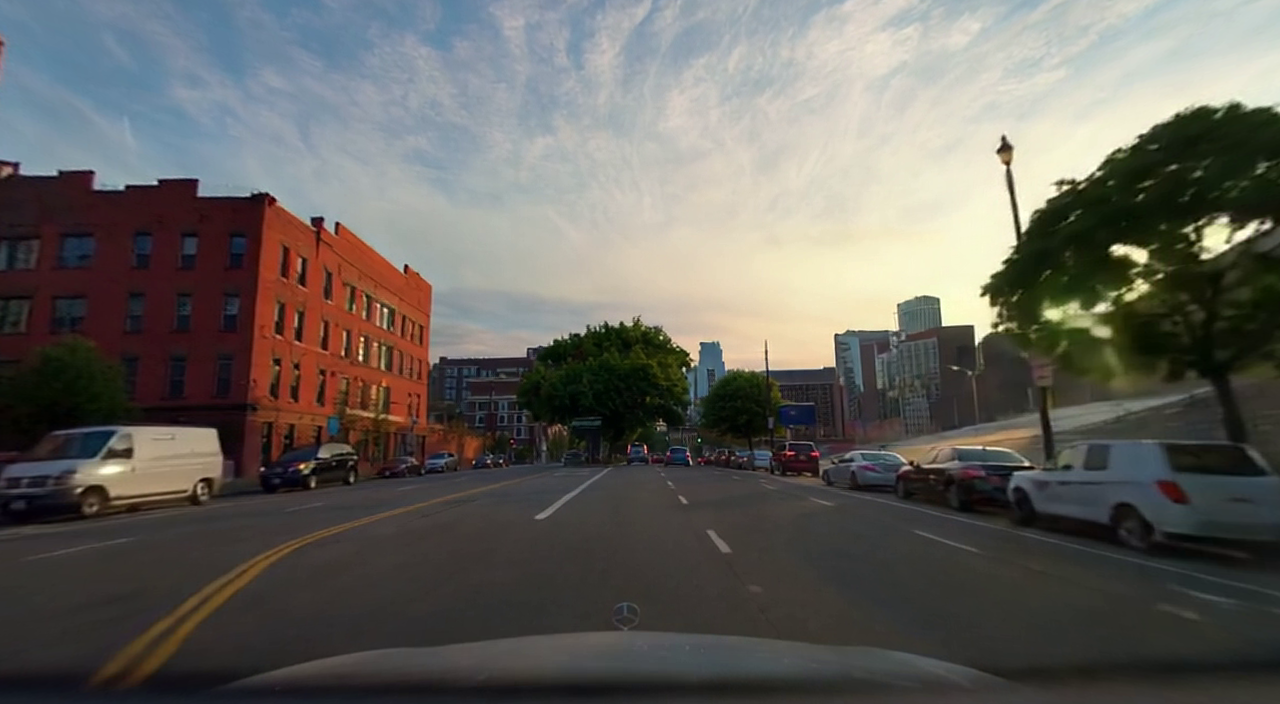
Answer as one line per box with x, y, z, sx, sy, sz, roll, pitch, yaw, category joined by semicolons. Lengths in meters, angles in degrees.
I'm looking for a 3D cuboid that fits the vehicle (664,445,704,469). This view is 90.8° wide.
2.924;7.119;43.069;2.238;1.499;4.964;0;-8;-2;vehicle

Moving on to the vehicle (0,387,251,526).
-14.714;2.833;17.705;3.047;3.098;6.783;0;-8;2;vehicle

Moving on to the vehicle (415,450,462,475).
-15.001;8.244;47.274;2.063;1.735;4.317;0;-8;1;vehicle

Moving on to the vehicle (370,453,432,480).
-15.013;7.189;39.930;1.953;1.456;4.690;0;-8;2;vehicle

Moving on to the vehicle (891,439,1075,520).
7.865;2.941;15.025;2.054;1.628;3.841;-1;-9;-2;vehicle

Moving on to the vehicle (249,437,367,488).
-14.346;4.953;27.796;2.330;2.013;5.310;0;-12;-1;vehicle

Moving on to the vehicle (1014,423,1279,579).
8.001;1.970;9.178;2.174;1.697;4.520;-1;-9;-2;vehicle

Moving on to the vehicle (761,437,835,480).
7.868;5.367;31.996;2.305;1.984;5.002;-1;-9;-1;vehicle

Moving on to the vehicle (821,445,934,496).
7.812;3.936;21.334;2.018;1.489;4.620;-1;-9;0;vehicle
